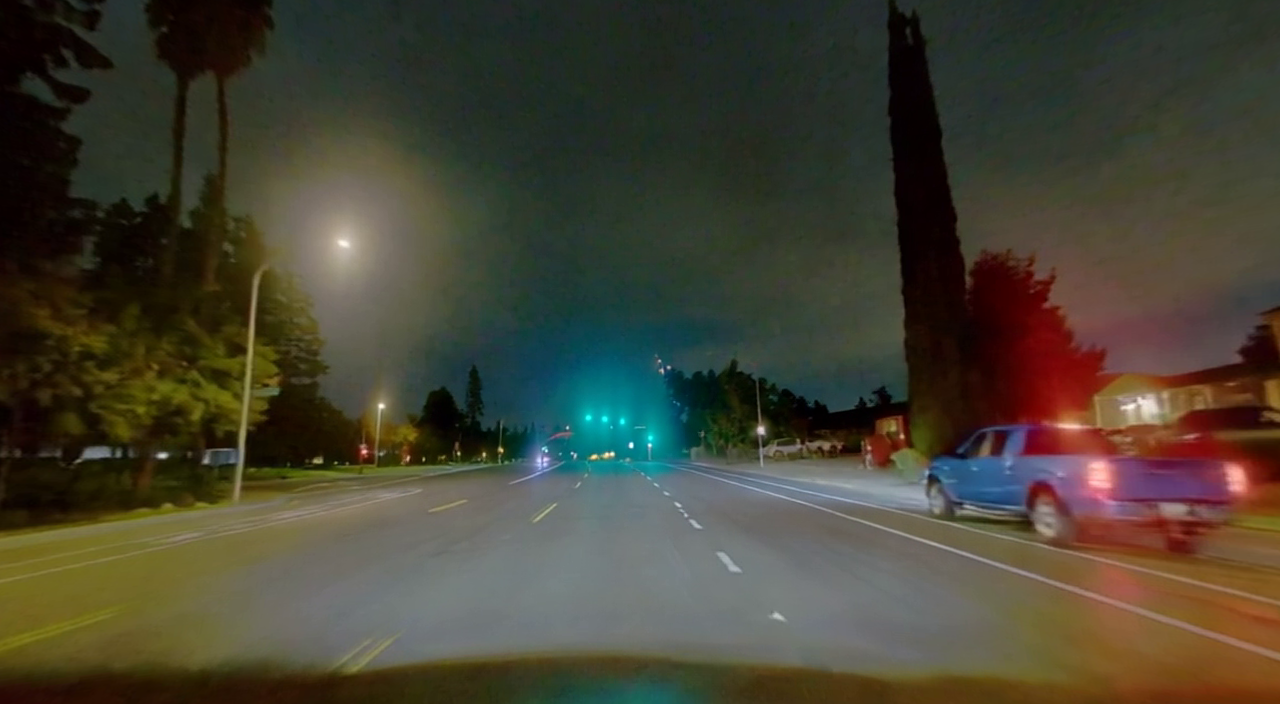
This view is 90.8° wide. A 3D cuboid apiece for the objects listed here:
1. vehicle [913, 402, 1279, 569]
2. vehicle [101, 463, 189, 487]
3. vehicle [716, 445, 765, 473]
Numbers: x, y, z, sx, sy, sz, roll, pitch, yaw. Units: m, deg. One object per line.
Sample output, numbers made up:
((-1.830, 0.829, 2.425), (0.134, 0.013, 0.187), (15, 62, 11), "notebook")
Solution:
((6.739, 1.928, 10.003), (2.285, 1.868, 5.575), (0, -9, -1), "vehicle")
((-32.901, 8.184, 42.061), (4.242, 1.473, 1.820), (0, -9, -3), "vehicle")
((5.701, 6.133, 36.382), (1.969, 1.495, 4.328), (0, -9, -2), "vehicle")
